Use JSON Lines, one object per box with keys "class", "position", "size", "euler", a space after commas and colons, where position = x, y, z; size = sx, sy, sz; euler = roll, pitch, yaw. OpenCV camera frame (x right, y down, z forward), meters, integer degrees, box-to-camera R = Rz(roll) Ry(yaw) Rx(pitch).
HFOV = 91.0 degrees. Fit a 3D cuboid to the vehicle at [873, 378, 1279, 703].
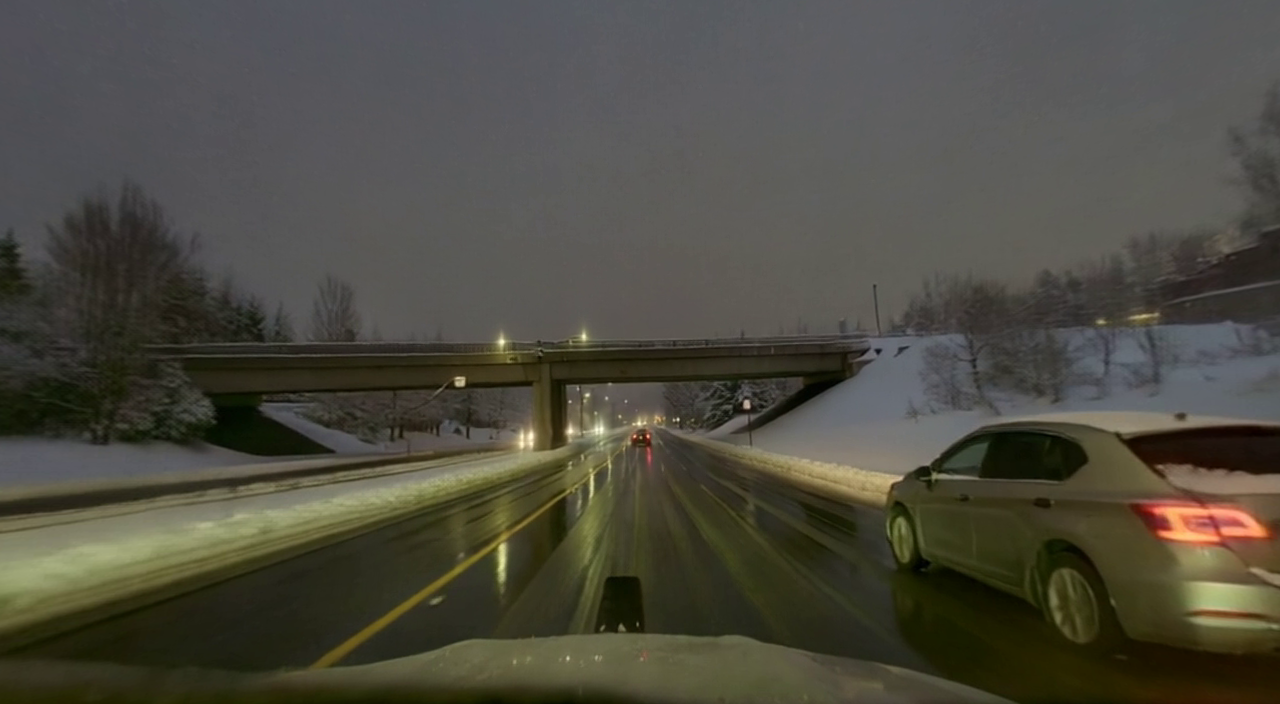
{"class": "vehicle", "position": [3.535, 1.173, 4.441], "size": [2.063, 1.542, 4.420], "euler": [0, -9, 0]}
